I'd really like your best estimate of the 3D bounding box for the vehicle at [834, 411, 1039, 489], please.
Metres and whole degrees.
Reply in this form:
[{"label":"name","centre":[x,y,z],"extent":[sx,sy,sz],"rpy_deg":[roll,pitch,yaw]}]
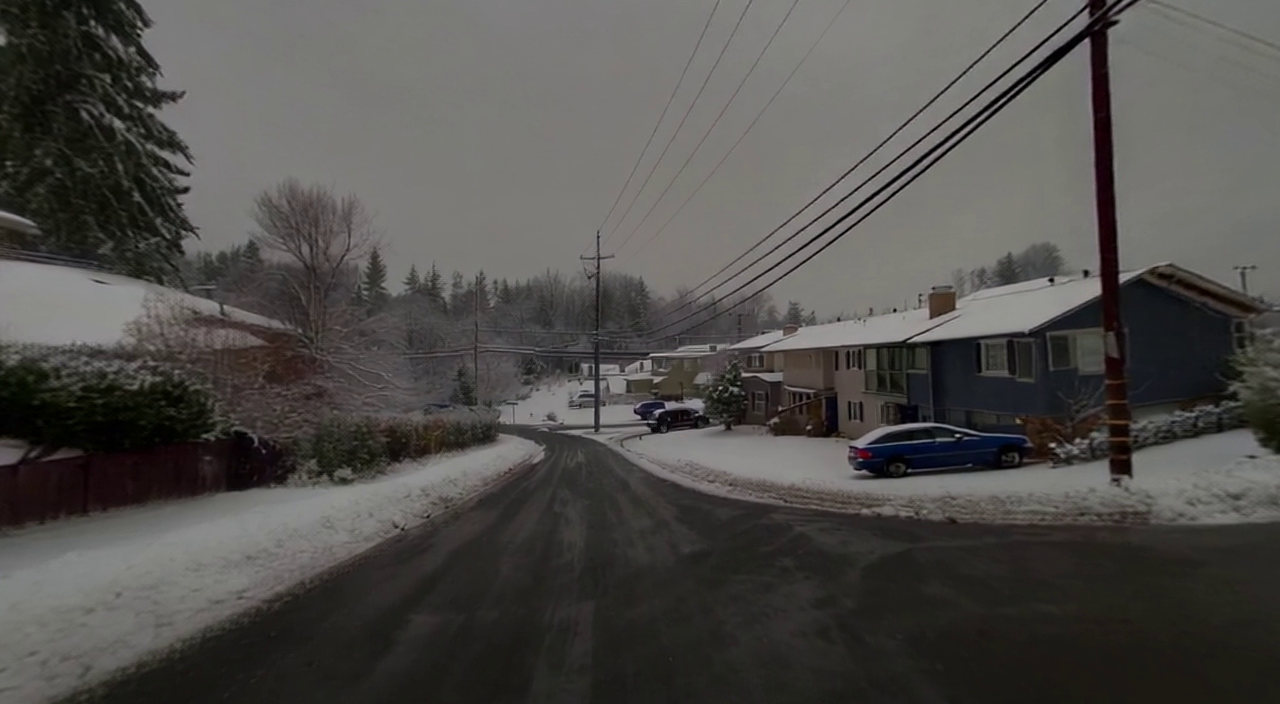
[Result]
[{"label":"vehicle","centre":[8.671,2.926,18.404],"extent":[5.663,1.913,2.170],"rpy_deg":[6,-10,-23]}]
